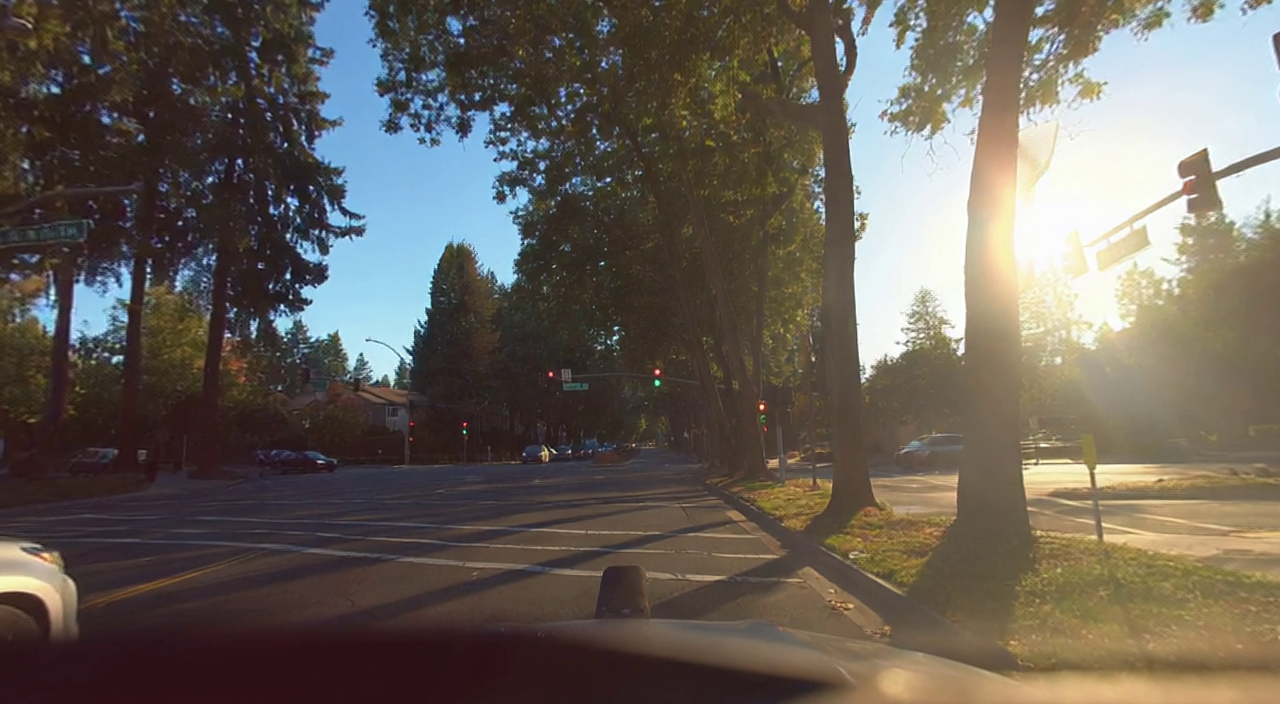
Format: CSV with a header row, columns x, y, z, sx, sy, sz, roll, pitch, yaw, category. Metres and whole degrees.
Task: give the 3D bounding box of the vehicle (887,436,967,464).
x,y,z,sx,sy,sz,roll,pitch,yaw,category
16.118,5.512,35.577,3.952,1.468,1.768,-4,-9,22,vehicle
